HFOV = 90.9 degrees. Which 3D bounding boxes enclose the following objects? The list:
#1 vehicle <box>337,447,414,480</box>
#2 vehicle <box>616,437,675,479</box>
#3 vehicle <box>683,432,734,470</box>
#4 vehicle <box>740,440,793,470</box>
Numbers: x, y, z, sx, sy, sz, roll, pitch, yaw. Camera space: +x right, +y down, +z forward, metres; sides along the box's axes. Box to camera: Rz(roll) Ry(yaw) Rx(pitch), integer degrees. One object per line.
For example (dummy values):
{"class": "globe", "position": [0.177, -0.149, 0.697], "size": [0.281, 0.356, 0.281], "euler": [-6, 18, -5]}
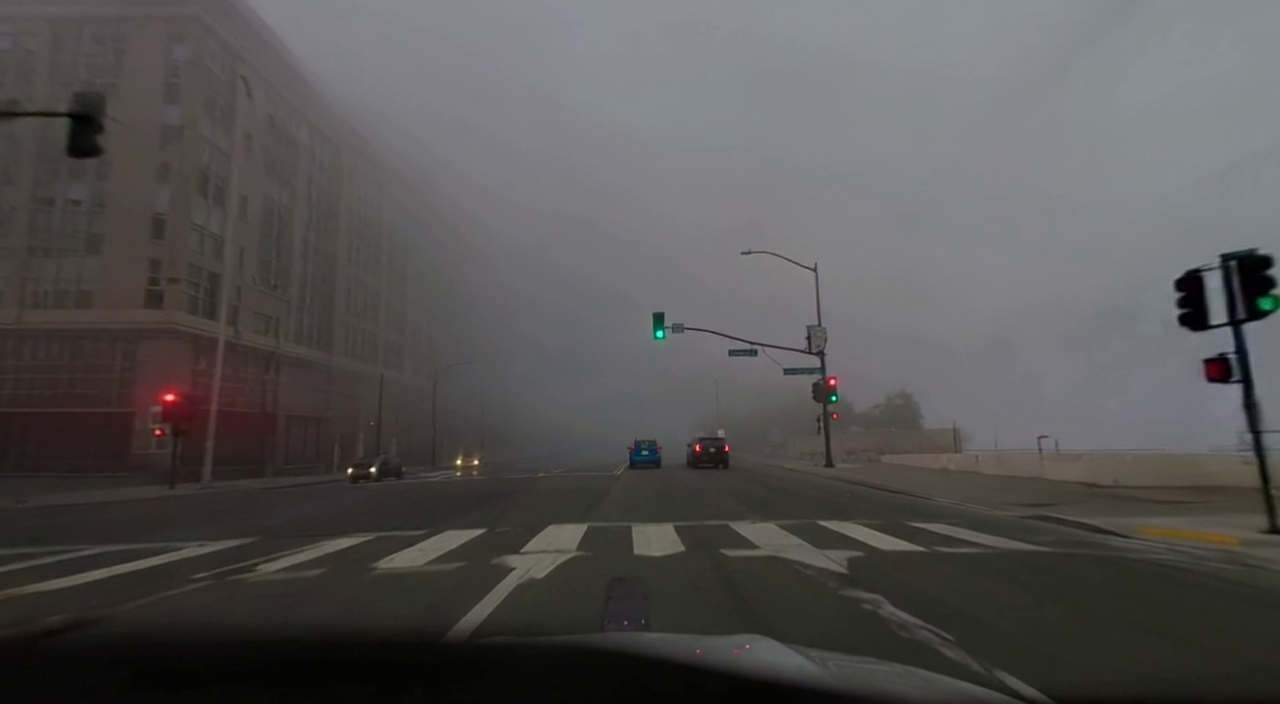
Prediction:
{"class": "vehicle", "position": [-13.740, 5.795, 33.115], "size": [1.984, 1.618, 4.568], "euler": [0, -9, 1]}
{"class": "vehicle", "position": [0.197, 4.382, 26.332], "size": [2.245, 1.587, 4.094], "euler": [0, -9, 0]}
{"class": "vehicle", "position": [3.692, 5.462, 34.828], "size": [2.159, 1.938, 4.836], "euler": [0, -9, -1]}
{"class": "vehicle", "position": [7.020, 5.789, 35.475], "size": [1.961, 1.510, 4.707], "euler": [0, -9, 0]}
